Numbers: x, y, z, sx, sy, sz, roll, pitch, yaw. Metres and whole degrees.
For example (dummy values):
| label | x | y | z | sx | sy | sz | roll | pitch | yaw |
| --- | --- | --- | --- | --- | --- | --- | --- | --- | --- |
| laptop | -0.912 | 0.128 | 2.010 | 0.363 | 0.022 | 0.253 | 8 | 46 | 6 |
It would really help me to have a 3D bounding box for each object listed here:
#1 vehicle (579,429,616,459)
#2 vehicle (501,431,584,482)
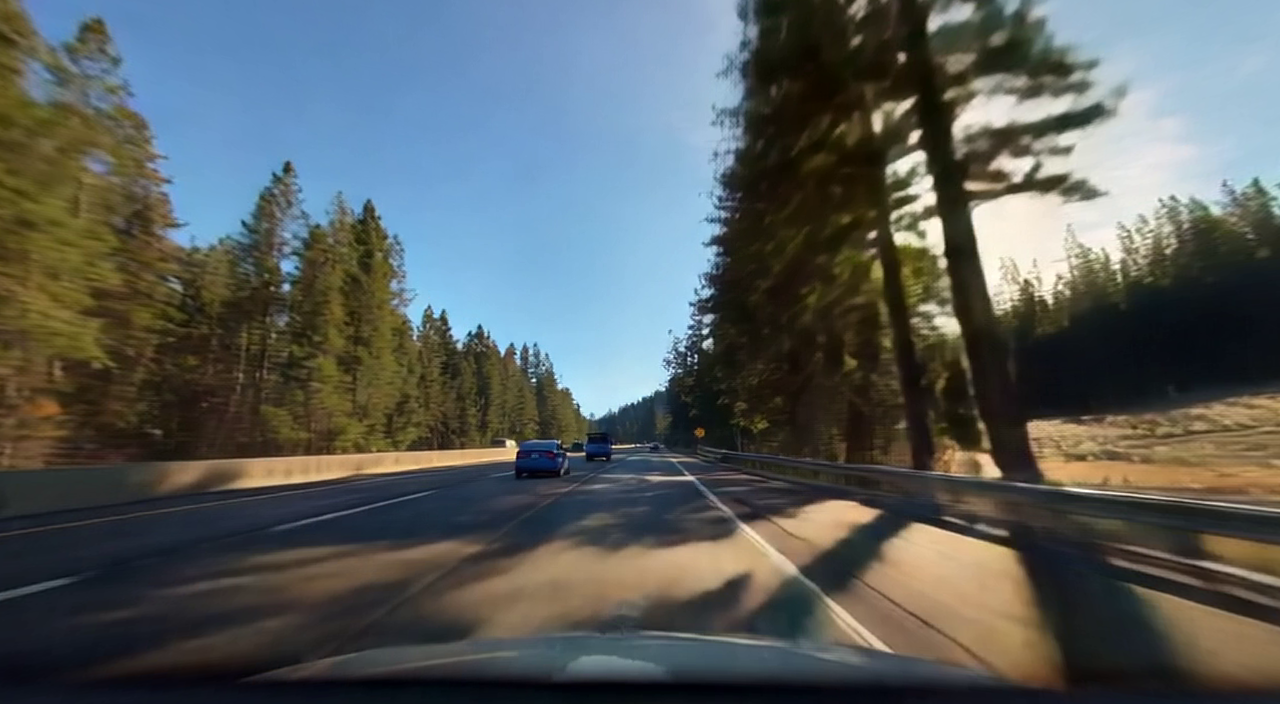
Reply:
| label | x | y | z | sx | sy | sz | roll | pitch | yaw |
| --- | --- | --- | --- | --- | --- | --- | --- | --- | --- |
| vehicle | -3.072 | 6.850 | 46.700 | 2.241 | 2.095 | 4.985 | 0 | -8 | 2 |
| vehicle | -3.275 | 3.618 | 22.070 | 2.053 | 1.589 | 4.671 | 0 | -8 | 2 |
